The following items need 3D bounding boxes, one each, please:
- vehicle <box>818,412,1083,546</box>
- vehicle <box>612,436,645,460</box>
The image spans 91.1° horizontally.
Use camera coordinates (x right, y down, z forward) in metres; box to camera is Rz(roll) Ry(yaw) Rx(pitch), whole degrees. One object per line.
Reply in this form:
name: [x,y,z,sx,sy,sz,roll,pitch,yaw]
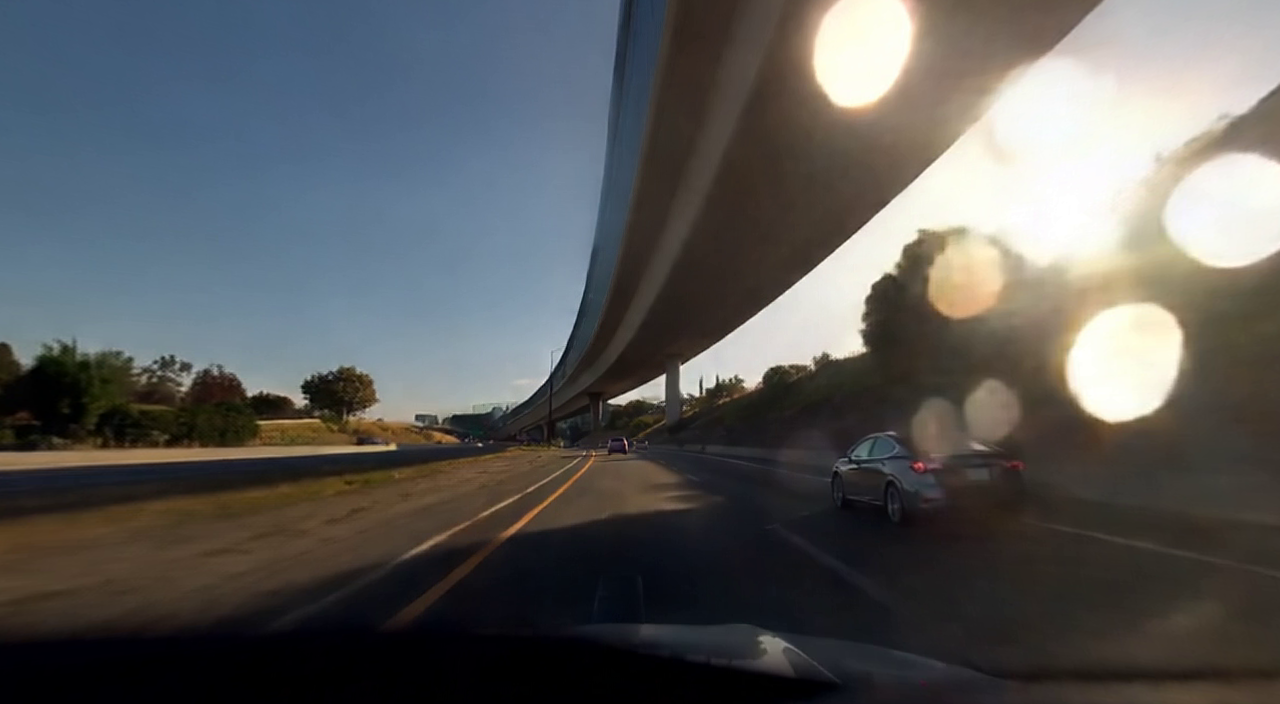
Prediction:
vehicle: [4.069,1.700,9.044,1.852,1.513,3.652,0,-8,-2]
vehicle: [-0.807,6.292,41.365,1.998,1.512,3.735,1,-8,-3]
